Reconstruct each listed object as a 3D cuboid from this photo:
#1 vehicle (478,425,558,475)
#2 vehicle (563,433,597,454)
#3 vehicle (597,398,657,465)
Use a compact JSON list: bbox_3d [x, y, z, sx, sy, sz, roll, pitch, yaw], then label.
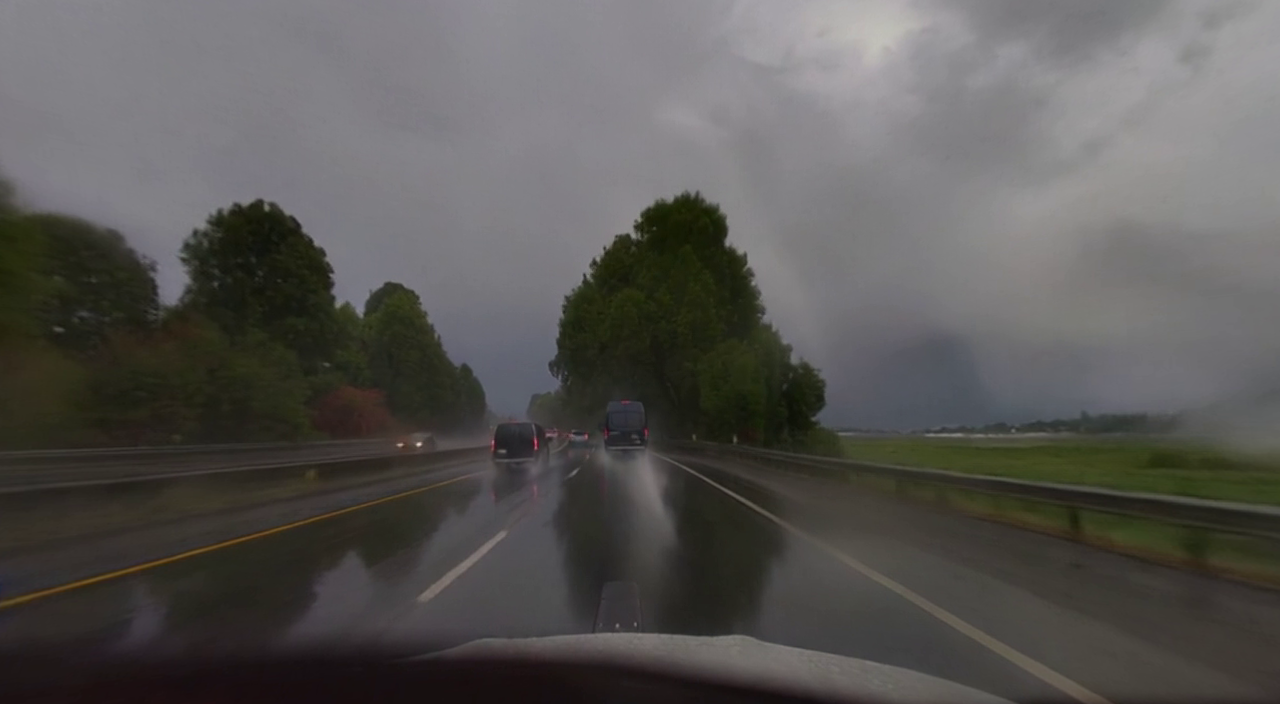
[{"bbox_3d":[-4.393,3.597,23.421,2.110,1.636,4.453,0,-8,-1],"label":"vehicle"},{"bbox_3d":[-4.377,6.768,46.859,2.251,1.459,4.236,0,-8,-2],"label":"vehicle"},{"bbox_3d":[-0.726,3.922,30.938,2.647,2.896,6.480,0,-8,-3],"label":"vehicle"}]
